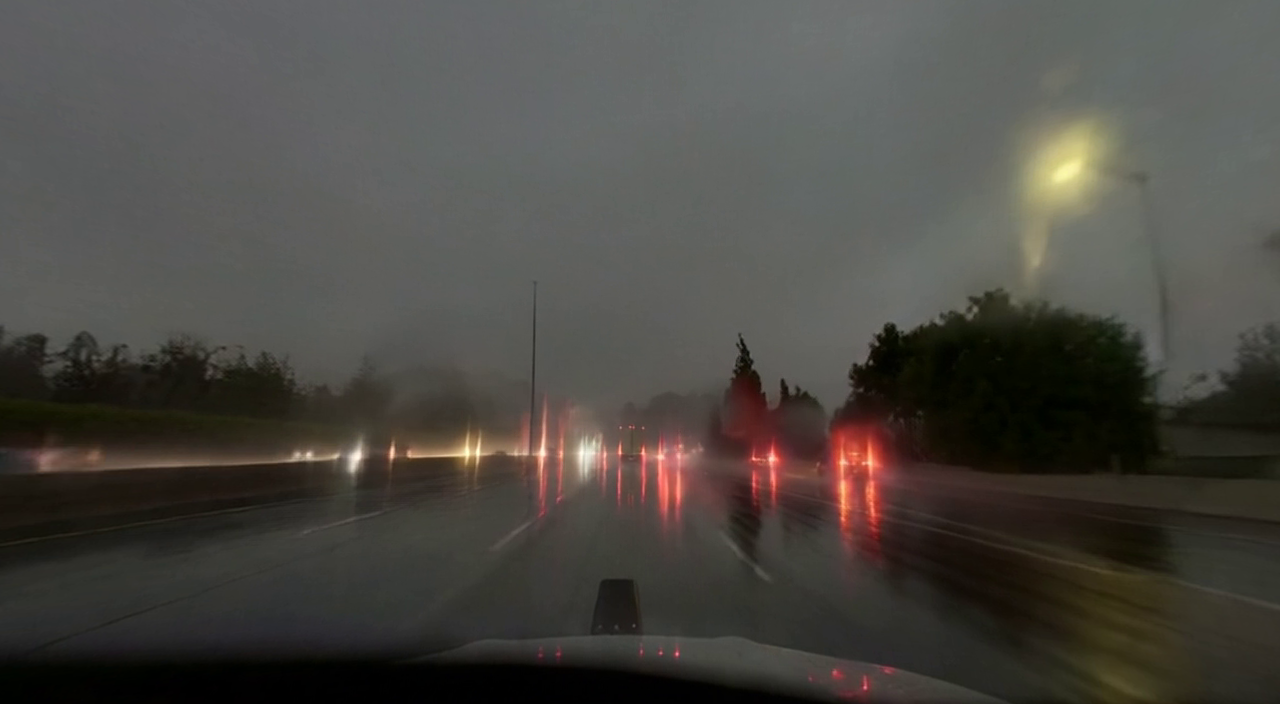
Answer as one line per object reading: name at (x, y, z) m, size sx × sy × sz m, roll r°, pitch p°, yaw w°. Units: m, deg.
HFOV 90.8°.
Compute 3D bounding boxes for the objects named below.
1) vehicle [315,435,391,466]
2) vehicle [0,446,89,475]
vehicle at (-19.610, 6.775, 43.546) m, size 2.475 × 1.913 × 5.834 m, roll 0°, pitch -9°, yaw 0°
vehicle at (-33.734, 5.986, 35.222) m, size 1.973 × 1.481 × 4.884 m, roll 1°, pitch -9°, yaw -7°
